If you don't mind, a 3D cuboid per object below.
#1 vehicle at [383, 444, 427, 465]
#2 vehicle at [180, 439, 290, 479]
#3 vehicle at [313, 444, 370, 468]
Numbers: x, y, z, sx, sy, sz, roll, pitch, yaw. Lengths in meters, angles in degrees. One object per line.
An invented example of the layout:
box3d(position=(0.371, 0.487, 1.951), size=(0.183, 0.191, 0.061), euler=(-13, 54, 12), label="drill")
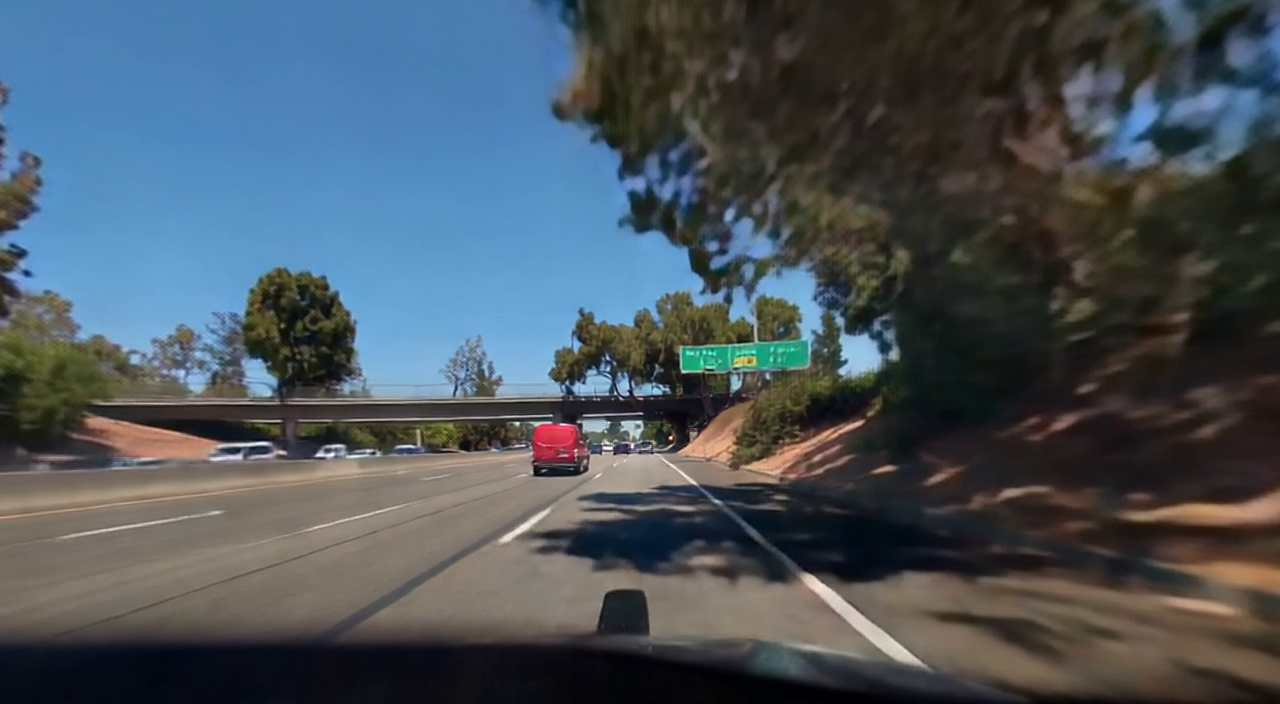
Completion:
box3d(position=(-16.019, 6.994, 43.139), size=(1.530, 1.404, 3.459), euler=(0, -8, 2), label="vehicle")
box3d(position=(-19.882, 5.239, 31.264), size=(2.156, 1.806, 4.697), euler=(-1, -8, 3), label="vehicle")
box3d(position=(-20.064, 6.982, 42.515), size=(1.890, 1.538, 3.644), euler=(-1, -8, 3), label="vehicle")
